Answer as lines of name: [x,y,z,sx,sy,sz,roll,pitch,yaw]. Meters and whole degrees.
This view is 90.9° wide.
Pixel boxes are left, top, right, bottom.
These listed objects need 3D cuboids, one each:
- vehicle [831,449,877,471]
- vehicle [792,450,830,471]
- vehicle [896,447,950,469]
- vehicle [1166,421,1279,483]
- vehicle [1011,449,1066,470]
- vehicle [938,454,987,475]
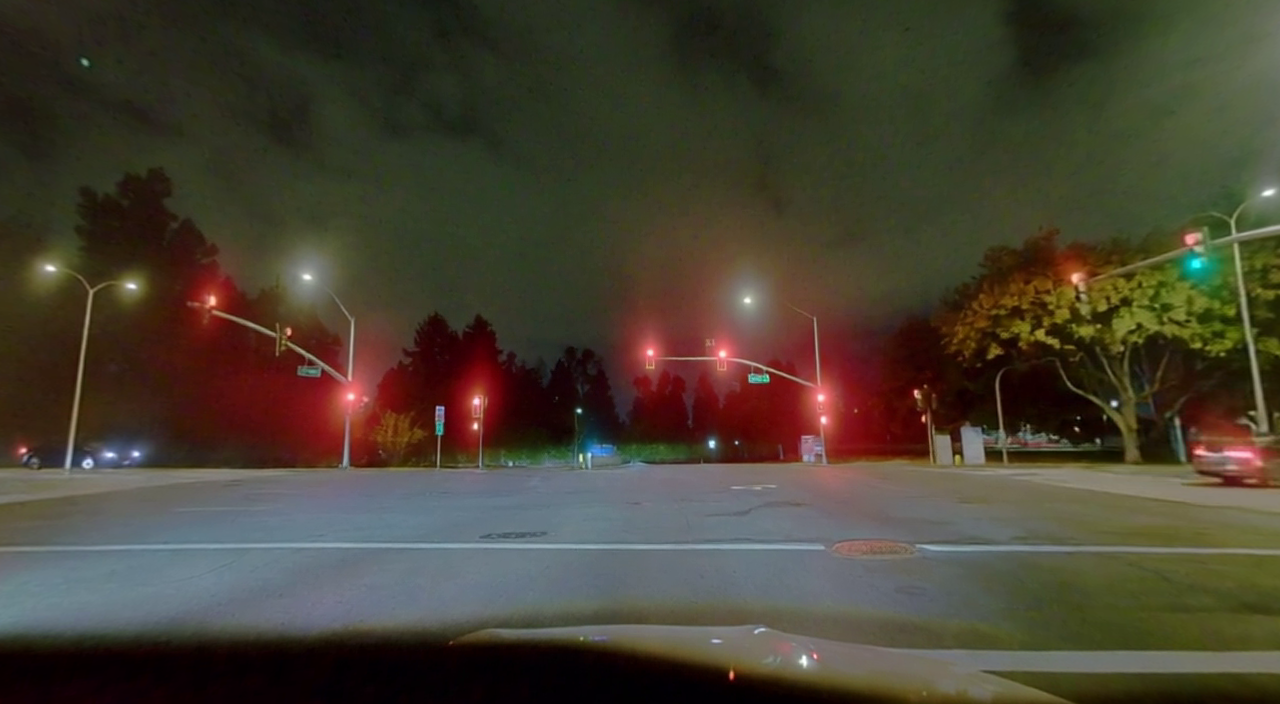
vehicle: [15.534,7.838,45.965,1.714,1.458,4.206,0,-8,-2]
vehicle: [12.575,7.941,46.482,1.647,1.386,3.725,-1,-8,-1]
vehicle: [20.592,7.682,46.036,1.815,1.515,4.552,0,-8,0]
vehicle: [16.399,2.570,16.275,3.894,1.490,1.810,-1,-8,3]
vehicle: [28.495,7.673,45.205,1.662,1.440,3.583,-1,-8,3]
vehicle: [23.014,8.000,45.051,1.633,1.324,3.449,-1,-8,-1]
